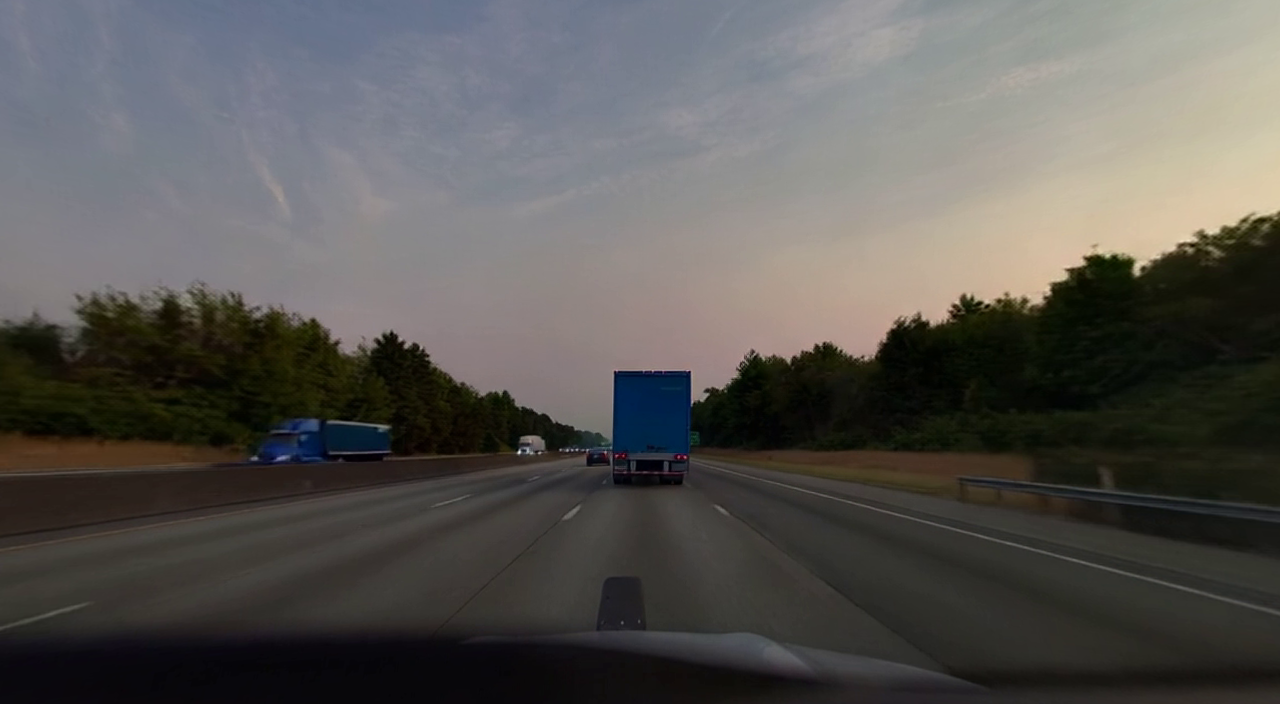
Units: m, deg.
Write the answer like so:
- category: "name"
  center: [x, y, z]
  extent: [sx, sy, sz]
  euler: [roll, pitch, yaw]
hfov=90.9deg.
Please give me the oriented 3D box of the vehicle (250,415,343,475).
- category: "vehicle"
  center: [-24.126, 6.584, 44.671]
  extent: [3.130, 3.940, 5.958]
  euler: [0, -9, 0]

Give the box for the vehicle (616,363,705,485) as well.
- category: "vehicle"
  center: [0.610, 3.119, 25.713]
  extent: [2.898, 3.973, 10.063]
  euler: [0, -9, -1]
